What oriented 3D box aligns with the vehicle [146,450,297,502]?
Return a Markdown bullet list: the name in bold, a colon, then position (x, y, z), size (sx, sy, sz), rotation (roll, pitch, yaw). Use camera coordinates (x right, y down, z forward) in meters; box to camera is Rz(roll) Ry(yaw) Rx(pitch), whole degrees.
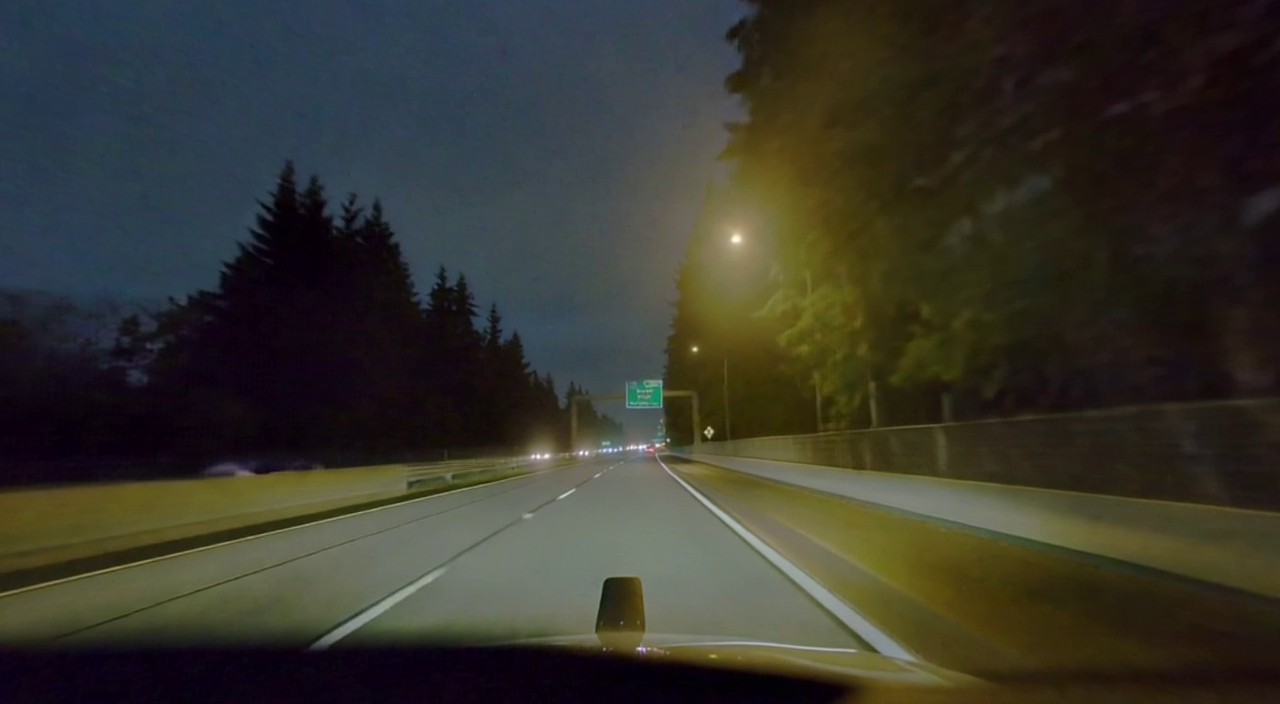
- **vehicle**: position (-13.345, 3.936, 20.517), size (1.866, 1.474, 4.402), rotation (0, -9, 1)
